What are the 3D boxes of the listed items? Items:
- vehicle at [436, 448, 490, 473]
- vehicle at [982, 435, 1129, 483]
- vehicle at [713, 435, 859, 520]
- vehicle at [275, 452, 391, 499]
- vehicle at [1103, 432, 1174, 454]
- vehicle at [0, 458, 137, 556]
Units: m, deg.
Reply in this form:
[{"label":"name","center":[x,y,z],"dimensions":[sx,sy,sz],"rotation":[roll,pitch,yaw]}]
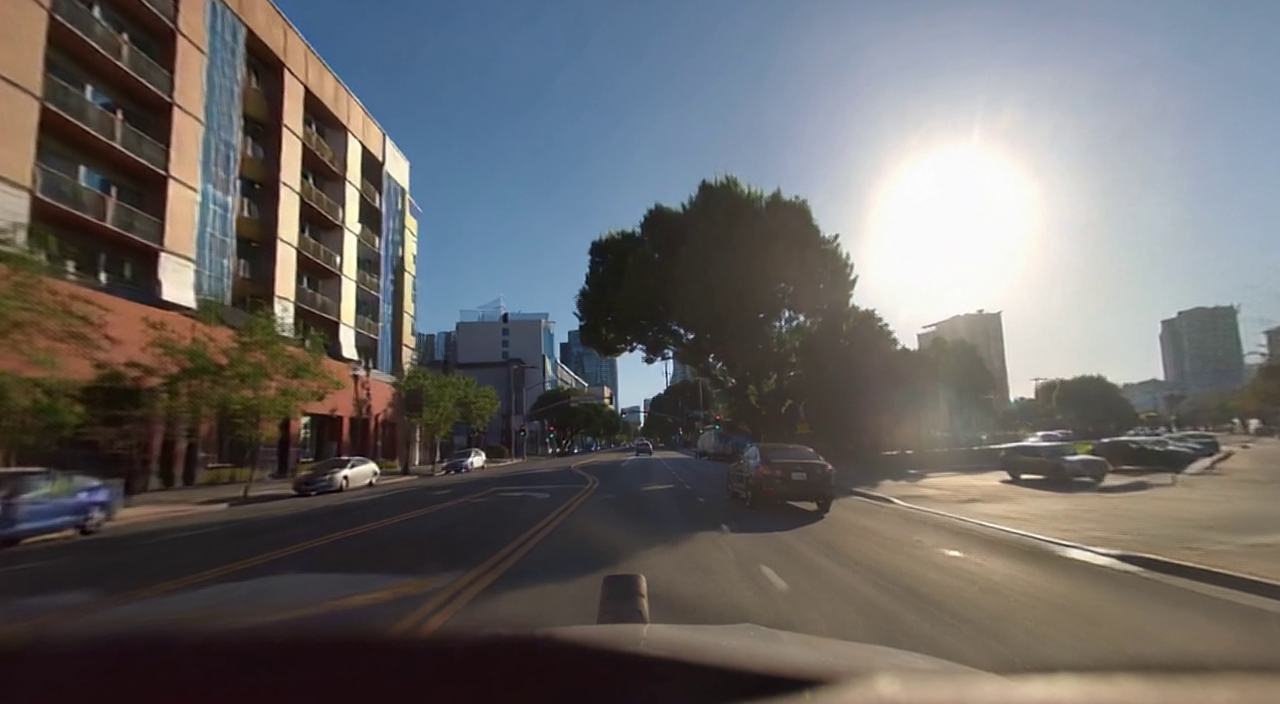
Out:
[{"label":"vehicle","center":[-11.748,7.295,42.067],"dimensions":[1.944,1.575,4.895],"rotation":[-1,-10,3]},{"label":"vehicle","center":[16.196,4.148,24.643],"dimensions":[4.412,1.503,1.771],"rotation":[-4,-7,0]},{"label":"vehicle","center":[2.931,2.625,13.733],"dimensions":[2.080,1.524,4.348],"rotation":[0,-8,-1]},{"label":"vehicle","center":[-12.018,4.838,25.034],"dimensions":[2.015,1.521,4.798],"rotation":[-1,-8,3]},{"label":"vehicle","center":[38.016,6.933,47.837],"dimensions":[4.573,1.629,2.467],"rotation":[4,-9,-27]},{"label":"vehicle","center":[-12.192,2.923,11.935],"dimensions":[1.867,1.583,4.108],"rotation":[-1,-8,0]}]
